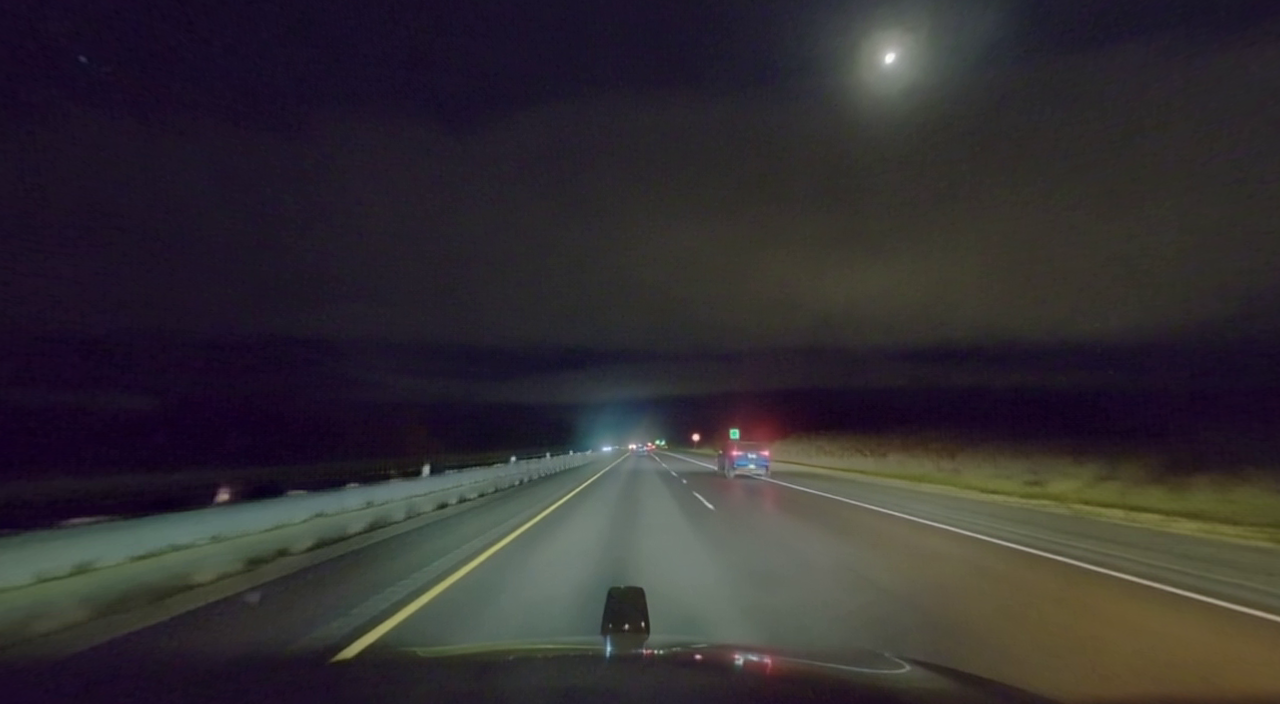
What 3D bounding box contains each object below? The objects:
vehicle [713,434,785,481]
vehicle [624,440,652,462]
[{"bbox_3d":[3.998,3.931,23.785,2.037,1.609,4.036,0,-8,1],"label":"vehicle"},{"bbox_3d":[-0.098,7.427,47.220,2.009,1.554,4.013,0,-8,1],"label":"vehicle"}]
